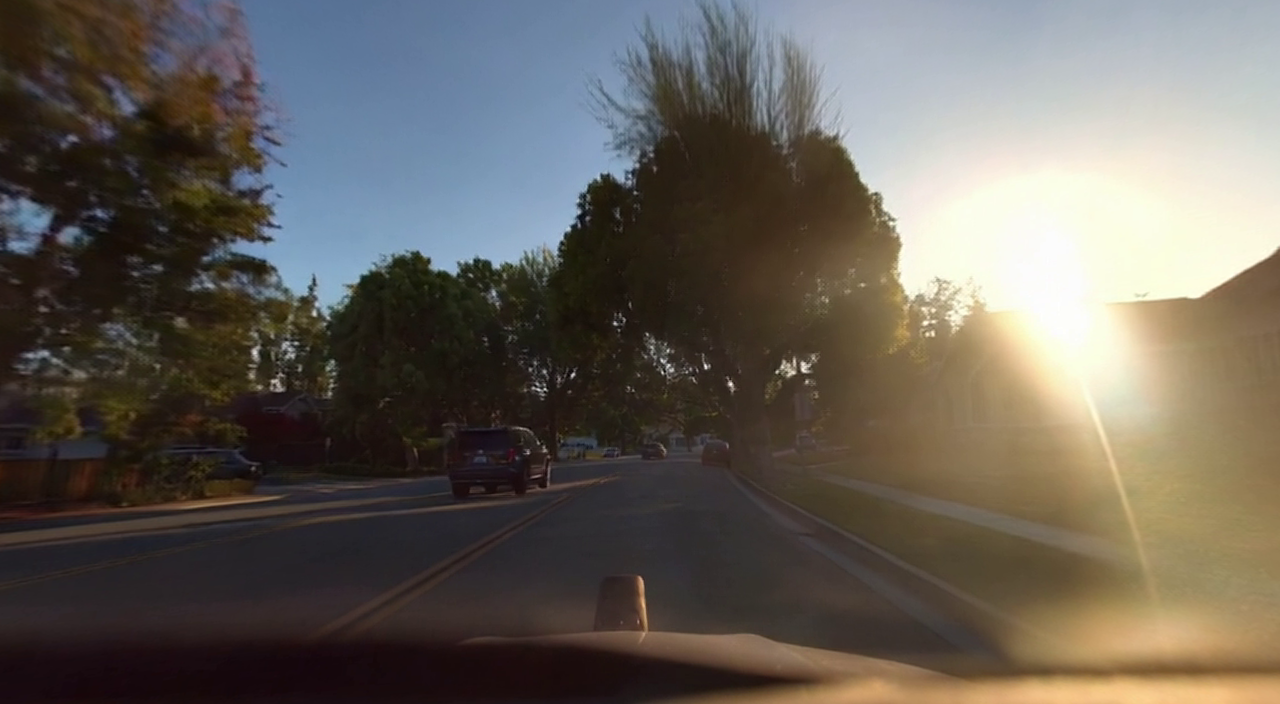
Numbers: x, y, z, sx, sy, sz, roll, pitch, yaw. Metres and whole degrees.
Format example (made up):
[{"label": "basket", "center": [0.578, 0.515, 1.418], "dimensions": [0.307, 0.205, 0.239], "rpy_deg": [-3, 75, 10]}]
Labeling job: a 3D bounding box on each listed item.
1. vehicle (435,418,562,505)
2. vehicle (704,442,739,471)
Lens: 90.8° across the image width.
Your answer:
[{"label": "vehicle", "center": [-3.794, 3.054, 18.048], "dimensions": [2.085, 2.084, 5.133], "rpy_deg": [-1, -8, 4]}, {"label": "vehicle", "center": [5.100, 6.444, 39.270], "dimensions": [2.040, 1.643, 4.446], "rpy_deg": [-1, -9, 8]}]
